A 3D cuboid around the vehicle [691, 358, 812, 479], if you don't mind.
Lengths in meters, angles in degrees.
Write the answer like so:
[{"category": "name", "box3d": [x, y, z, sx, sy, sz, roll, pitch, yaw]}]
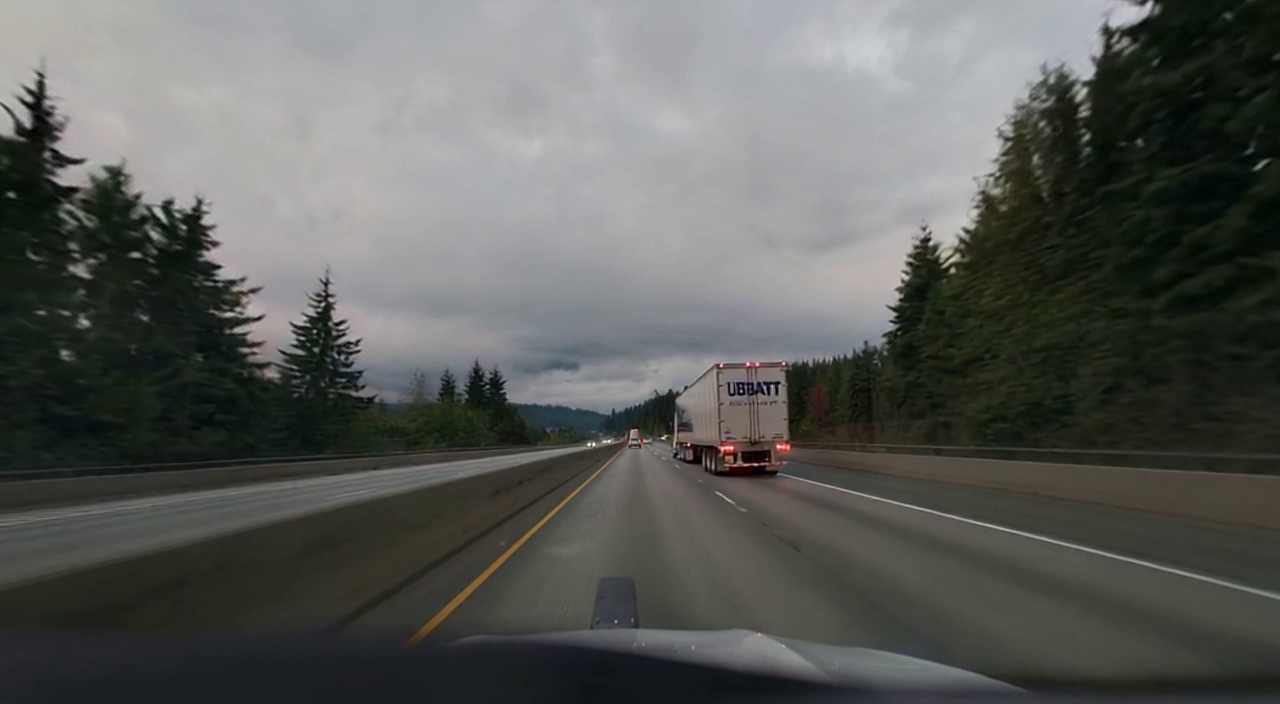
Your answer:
[{"category": "vehicle", "box3d": [3.913, 2.694, 24.432, 3.006, 3.850, 8.310, -1, -8, -1]}]
